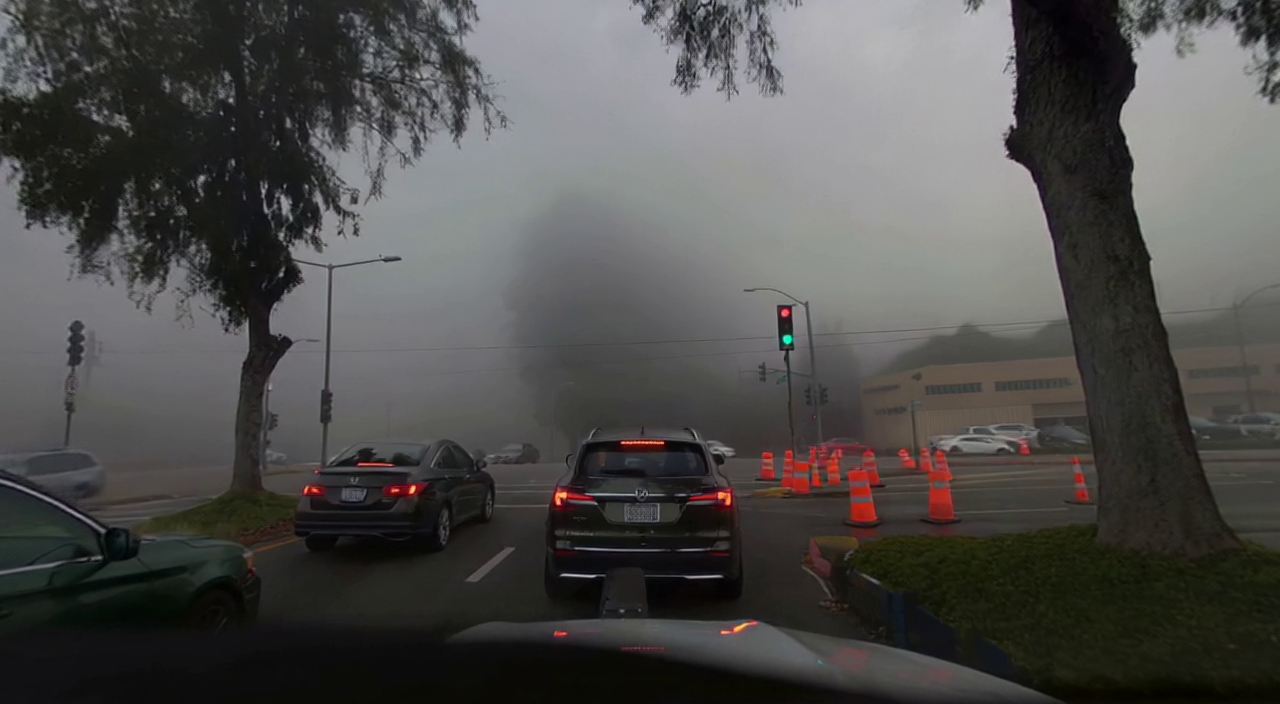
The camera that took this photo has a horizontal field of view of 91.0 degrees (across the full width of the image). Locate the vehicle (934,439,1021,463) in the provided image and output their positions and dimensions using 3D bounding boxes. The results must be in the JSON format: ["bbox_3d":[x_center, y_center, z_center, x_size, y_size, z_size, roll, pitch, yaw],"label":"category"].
[{"bbox_3d":[21.890,6.437,40.944,4.579,1.480,1.819,0,-9,3],"label":"vehicle"}]

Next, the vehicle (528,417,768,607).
[{"bbox_3d":[0.115,1.627,7.216,2.021,1.560,3.676,0,-9,1],"label":"vehicle"}]

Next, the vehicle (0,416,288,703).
[{"bbox_3d":[-3.593,0.946,2.144,1.964,1.497,4.722,0,-9,1],"label":"vehicle"}]

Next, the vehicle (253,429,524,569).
[{"bbox_3d":[-3.272,2.004,9.447,1.989,1.541,4.626,0,-9,2],"label":"vehicle"}]

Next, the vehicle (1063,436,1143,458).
[{"bbox_3d":[36.676,7.551,49.983,4.791,1.635,1.857,0,-9,1],"label":"vehicle"}]
